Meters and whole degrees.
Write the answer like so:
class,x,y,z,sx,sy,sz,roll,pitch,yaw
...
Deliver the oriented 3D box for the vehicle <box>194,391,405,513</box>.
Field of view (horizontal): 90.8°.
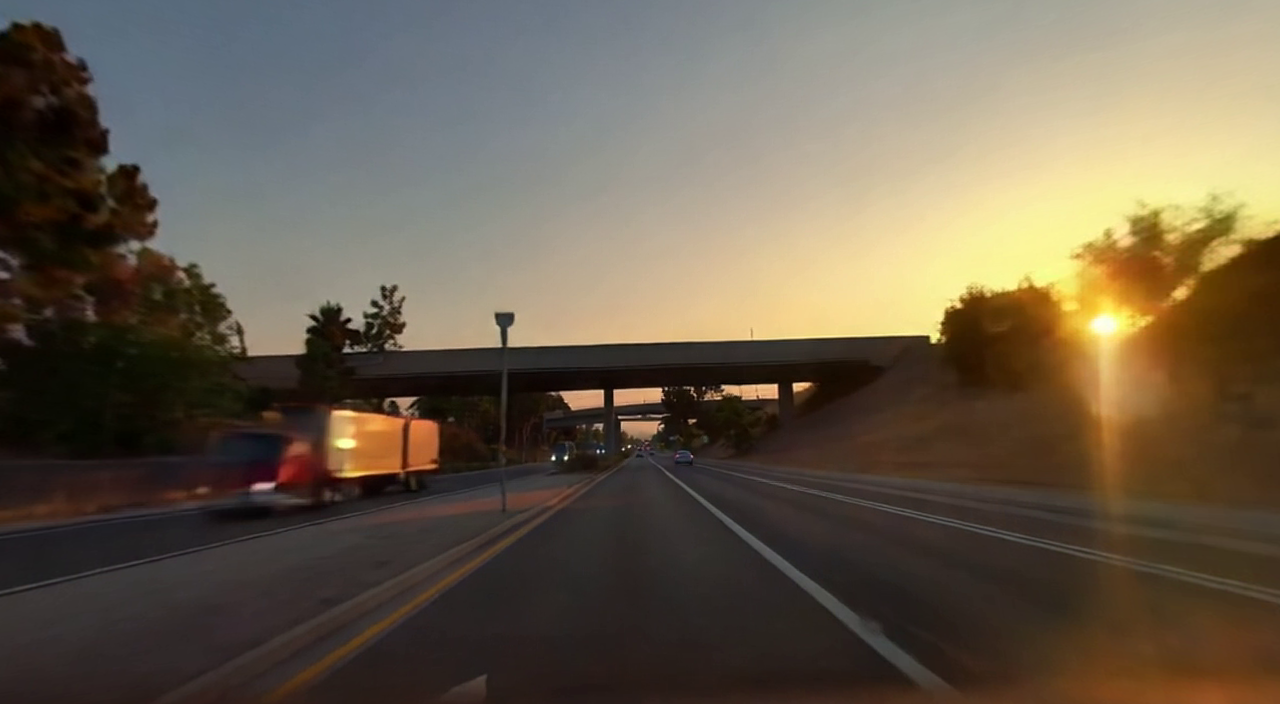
class,x,y,z,sx,sy,sz,roll,pitch,yaw
vehicle,-13.121,4.064,25.892,2.990,4.009,9.971,0,-9,0
